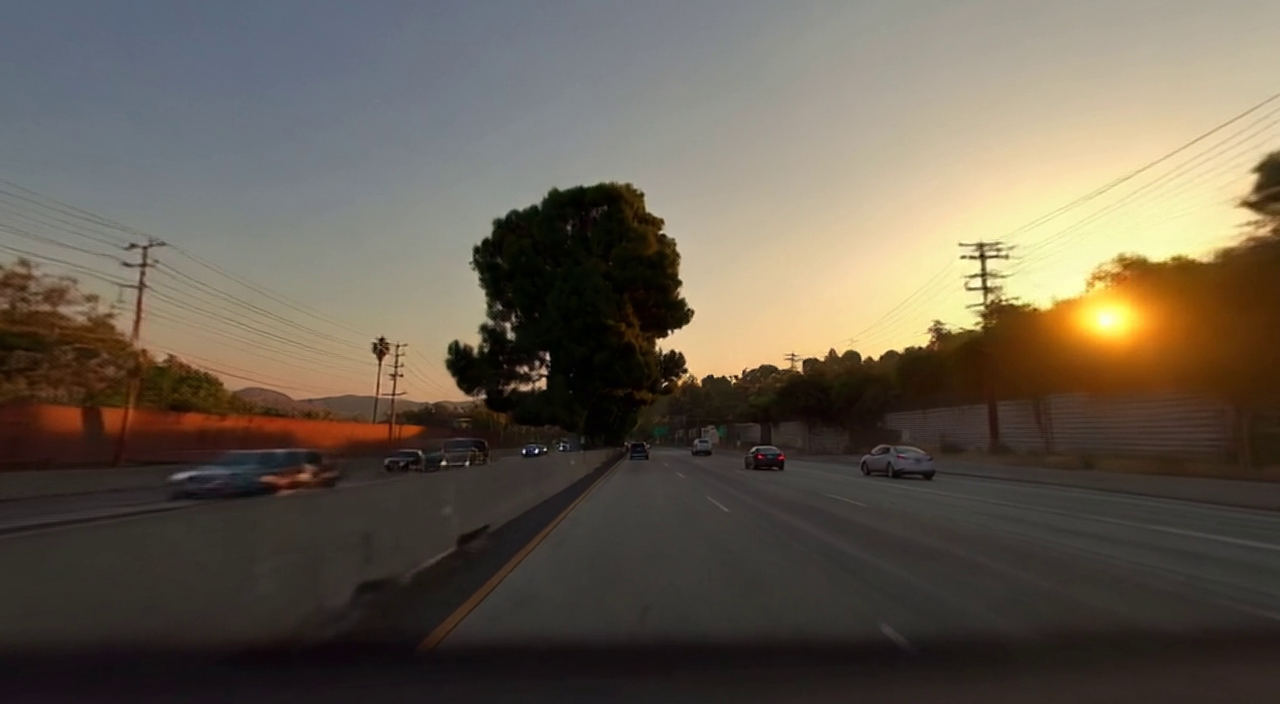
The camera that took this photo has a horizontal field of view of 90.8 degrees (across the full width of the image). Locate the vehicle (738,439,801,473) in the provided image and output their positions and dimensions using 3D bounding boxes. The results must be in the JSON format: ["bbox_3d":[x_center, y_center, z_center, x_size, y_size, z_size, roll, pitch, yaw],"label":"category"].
[{"bbox_3d":[6.356,5.161,31.628,2.069,1.520,4.614,0,-8,-1],"label":"vehicle"}]

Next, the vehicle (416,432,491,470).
[{"bbox_3d":[-9.921,5.331,34.113,2.483,1.868,4.989,0,-8,0],"label":"vehicle"}]

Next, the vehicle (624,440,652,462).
[{"bbox_3d":[-0.153,7.178,45.839,1.993,1.506,3.883,0,-8,0],"label":"vehicle"}]

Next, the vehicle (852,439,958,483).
[{"bbox_3d":[9.764,4.025,23.695,1.969,1.506,4.422,0,-8,-1],"label":"vehicle"}]

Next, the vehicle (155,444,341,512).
[{"bbox_3d":[-9.809,3.137,16.343,1.946,1.495,4.468,0,-8,0],"label":"vehicle"}]
